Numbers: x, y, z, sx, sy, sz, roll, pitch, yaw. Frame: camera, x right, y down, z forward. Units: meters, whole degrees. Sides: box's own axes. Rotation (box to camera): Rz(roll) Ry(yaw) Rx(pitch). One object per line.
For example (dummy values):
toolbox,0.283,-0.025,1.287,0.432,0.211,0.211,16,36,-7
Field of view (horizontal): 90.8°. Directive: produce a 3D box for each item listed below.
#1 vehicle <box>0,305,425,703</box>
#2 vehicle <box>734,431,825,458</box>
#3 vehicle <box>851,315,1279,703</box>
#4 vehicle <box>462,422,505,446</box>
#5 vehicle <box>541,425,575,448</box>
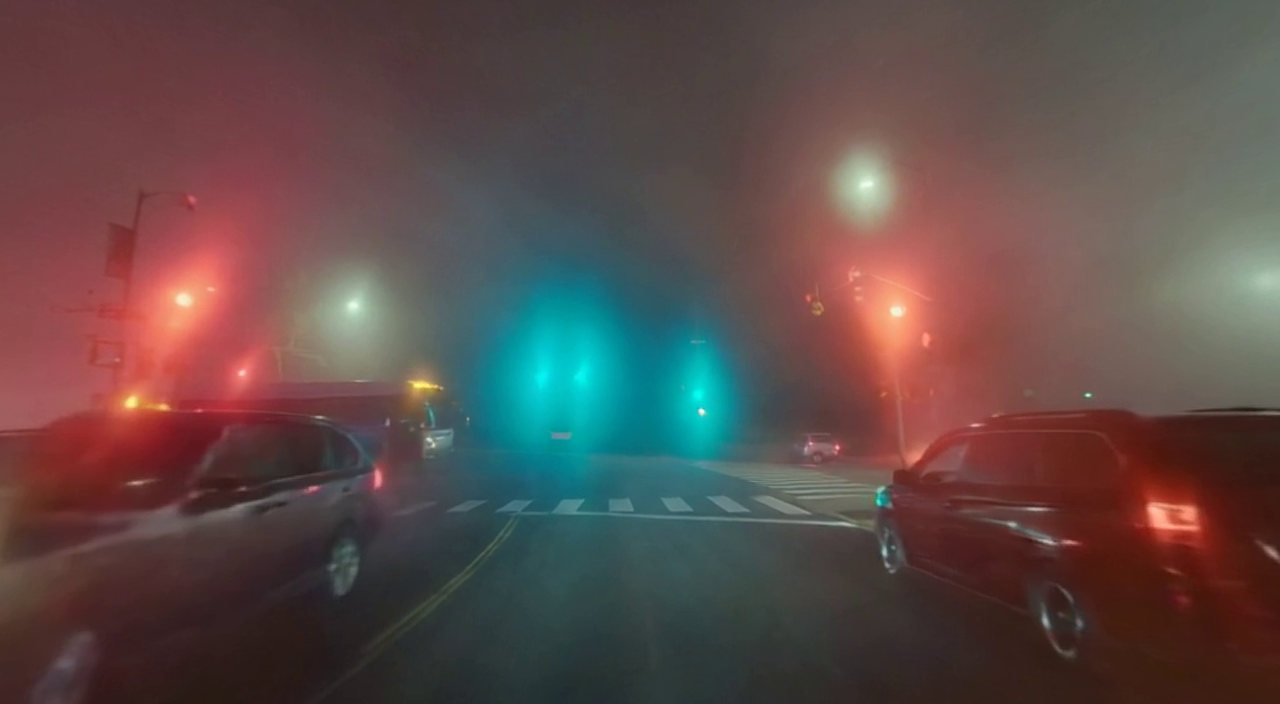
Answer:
vehicle,-3.352,1.062,4.540,2.148,1.818,4.791,0,-8,-3
vehicle,7.429,4.966,33.860,4.451,1.422,1.744,0,-8,0
vehicle,3.506,1.135,5.012,2.052,1.929,4.747,0,-8,1
vehicle,-10.941,5.788,44.363,2.084,1.524,4.098,1,-8,-2
vehicle,-5.555,5.818,43.203,1.799,1.468,3.693,0,-8,1
